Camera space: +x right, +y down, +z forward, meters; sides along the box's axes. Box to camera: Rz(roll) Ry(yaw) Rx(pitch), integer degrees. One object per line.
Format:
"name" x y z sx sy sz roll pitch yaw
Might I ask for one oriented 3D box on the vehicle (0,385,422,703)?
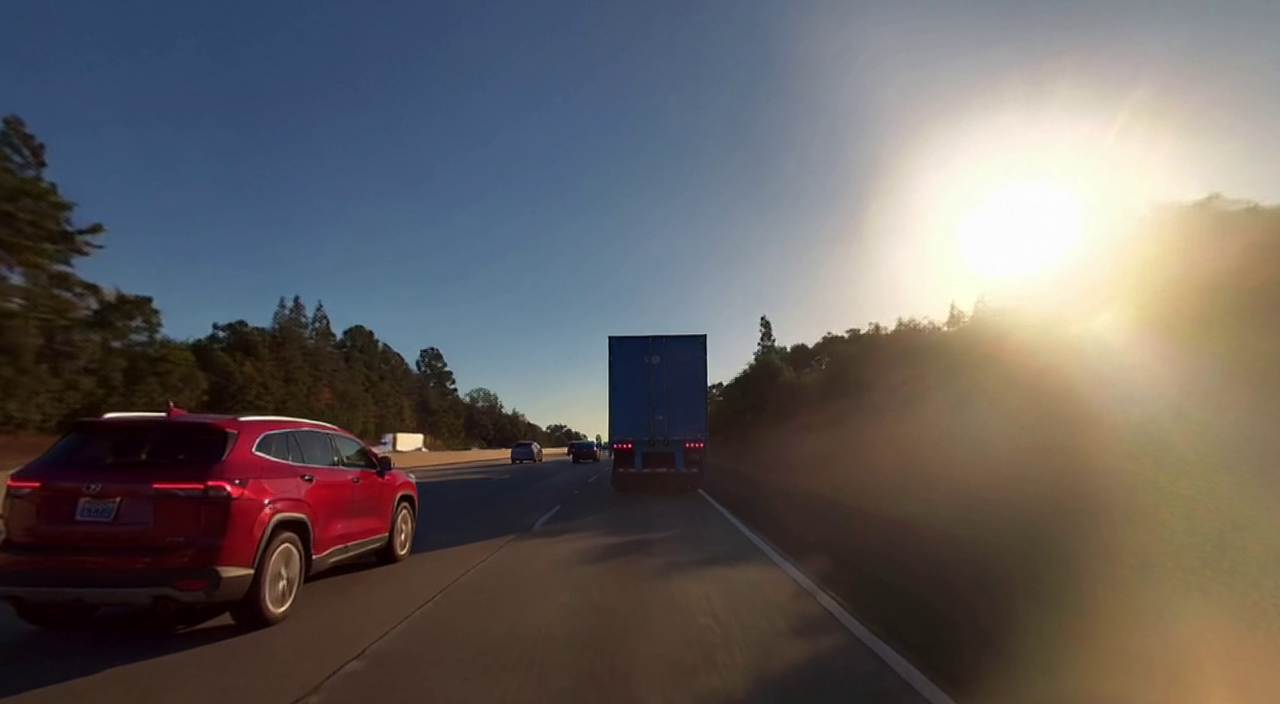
"vehicle" -3.723 1.326 5.454 2.077 1.671 4.249 -1 -8 1

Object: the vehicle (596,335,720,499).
"vehicle" 0.420 2.263 20.168 2.870 3.841 10.653 -1 -8 0

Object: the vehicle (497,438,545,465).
"vehicle" -6.835 5.782 36.718 1.882 1.451 4.416 -1 -8 1
